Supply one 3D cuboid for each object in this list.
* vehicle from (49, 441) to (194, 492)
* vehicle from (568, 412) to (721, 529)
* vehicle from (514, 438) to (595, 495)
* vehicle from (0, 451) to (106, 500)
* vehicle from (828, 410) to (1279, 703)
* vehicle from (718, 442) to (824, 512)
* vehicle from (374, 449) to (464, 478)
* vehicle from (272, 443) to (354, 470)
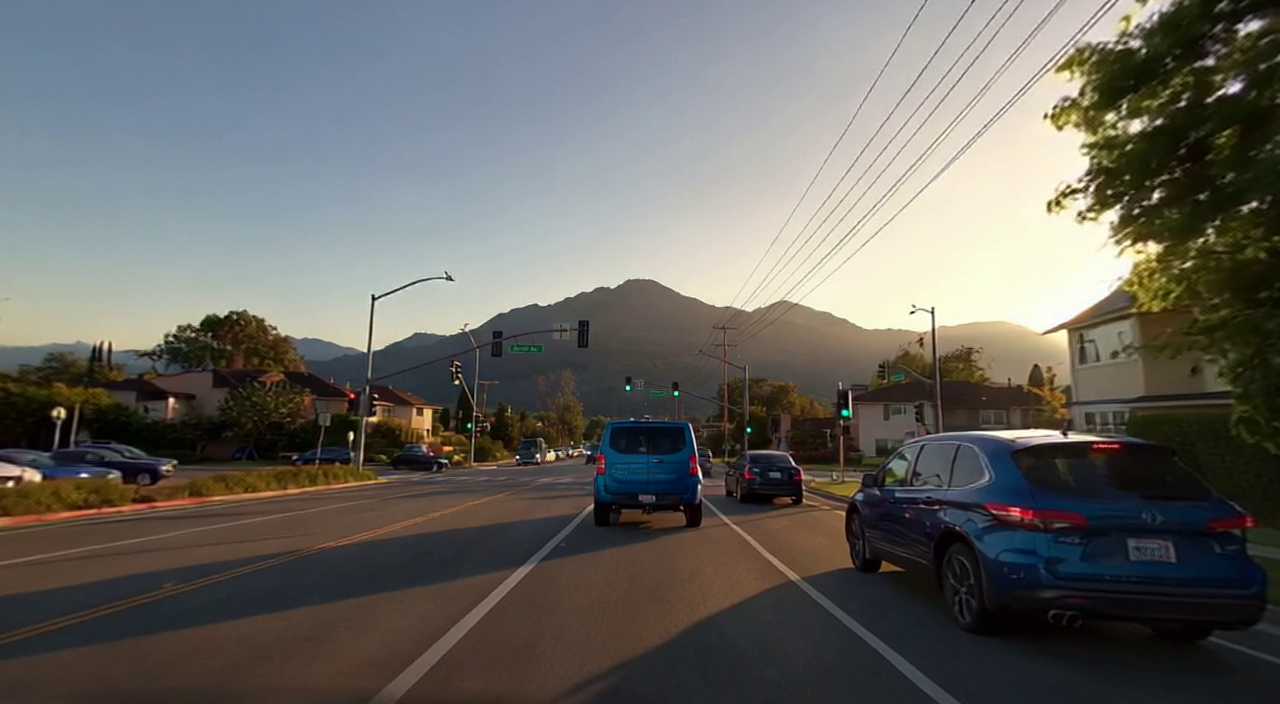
[{"bbox_3d":[-20.422,4.496,25.171,1.996,1.809,4.699,1,-8,-5],"label":"vehicle"},{"bbox_3d":[0.081,2.433,13.554,2.636,2.011,5.130,0,-8,0],"label":"vehicle"},{"bbox_3d":[-2.809,3.906,21.859,2.059,1.749,4.458,0,-8,2],"label":"vehicle"},{"bbox_3d":[-20.081,3.901,20.131,1.830,1.436,4.771,0,-8,1],"label":"vehicle"},{"bbox_3d":[3.523,1.497,5.774,2.155,1.658,4.721,0,-8,0],"label":"vehicle"},{"bbox_3d":[3.390,3.298,17.227,1.957,1.646,4.355,0,-8,0],"label":"vehicle"},{"bbox_3d":[-12.559,6.286,35.871,4.644,1.533,2.005,-4,-9,24],"label":"vehicle"},{"bbox_3d":[-22.030,7.041,42.535,4.428,1.738,1.886,0,-8,1],"label":"vehicle"}]
